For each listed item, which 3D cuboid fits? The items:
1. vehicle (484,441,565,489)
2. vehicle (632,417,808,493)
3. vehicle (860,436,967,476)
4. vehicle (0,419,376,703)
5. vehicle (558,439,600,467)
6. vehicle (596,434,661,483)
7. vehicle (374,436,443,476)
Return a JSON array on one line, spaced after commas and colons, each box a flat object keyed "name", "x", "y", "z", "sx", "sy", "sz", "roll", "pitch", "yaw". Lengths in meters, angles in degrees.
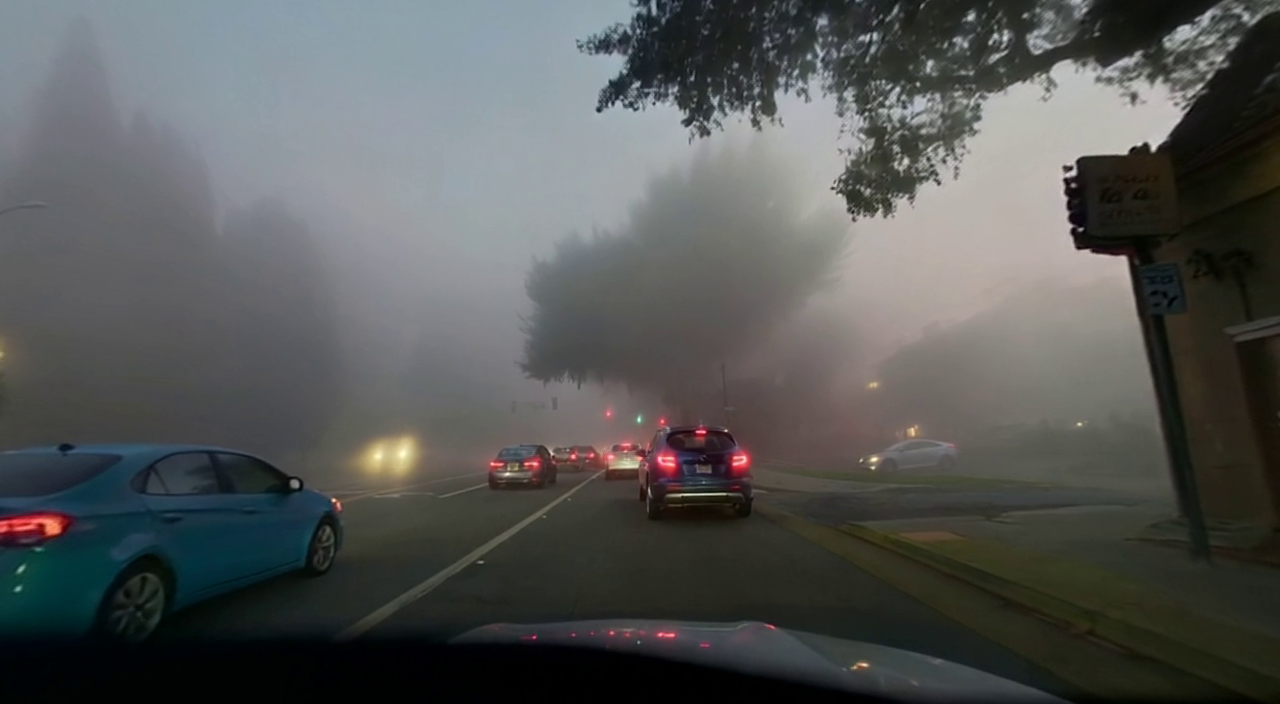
[{"name": "vehicle", "x": -3.882, "y": 3.876, "z": 21.863, "sx": 2.042, "sy": 1.470, "sz": 4.123, "roll": 0, "pitch": -9, "yaw": 0}, {"name": "vehicle", "x": 2.281, "y": 2.991, "z": 18.363, "sx": 4.642, "sy": 1.955, "sz": 2.052, "roll": -5, "pitch": -10, "yaw": 30}, {"name": "vehicle", "x": 12.310, "y": 4.714, "z": 28.420, "sx": 3.871, "sy": 1.525, "sz": 1.835, "roll": -3, "pitch": -10, "yaw": 0}, {"name": "vehicle", "x": -4.044, "y": 1.353, "z": 4.919, "sx": 2.026, "sy": 1.466, "sz": 4.282, "roll": 0, "pitch": -9, "yaw": 1}, {"name": "vehicle", "x": -3.684, "y": 6.183, "z": 38.561, "sx": 2.053, "sy": 1.652, "sz": 3.873, "roll": 0, "pitch": -9, "yaw": 2}, {"name": "vehicle", "x": -0.332, "y": 3.949, "z": 23.453, "sx": 2.206, "sy": 1.666, "sz": 3.912, "roll": 0, "pitch": -9, "yaw": 2}, {"name": "vehicle", "x": -16.748, "y": 7.563, "z": 45.813, "sx": 2.537, "sy": 2.696, "sz": 6.281, "roll": 0, "pitch": -9, "yaw": 1}]
